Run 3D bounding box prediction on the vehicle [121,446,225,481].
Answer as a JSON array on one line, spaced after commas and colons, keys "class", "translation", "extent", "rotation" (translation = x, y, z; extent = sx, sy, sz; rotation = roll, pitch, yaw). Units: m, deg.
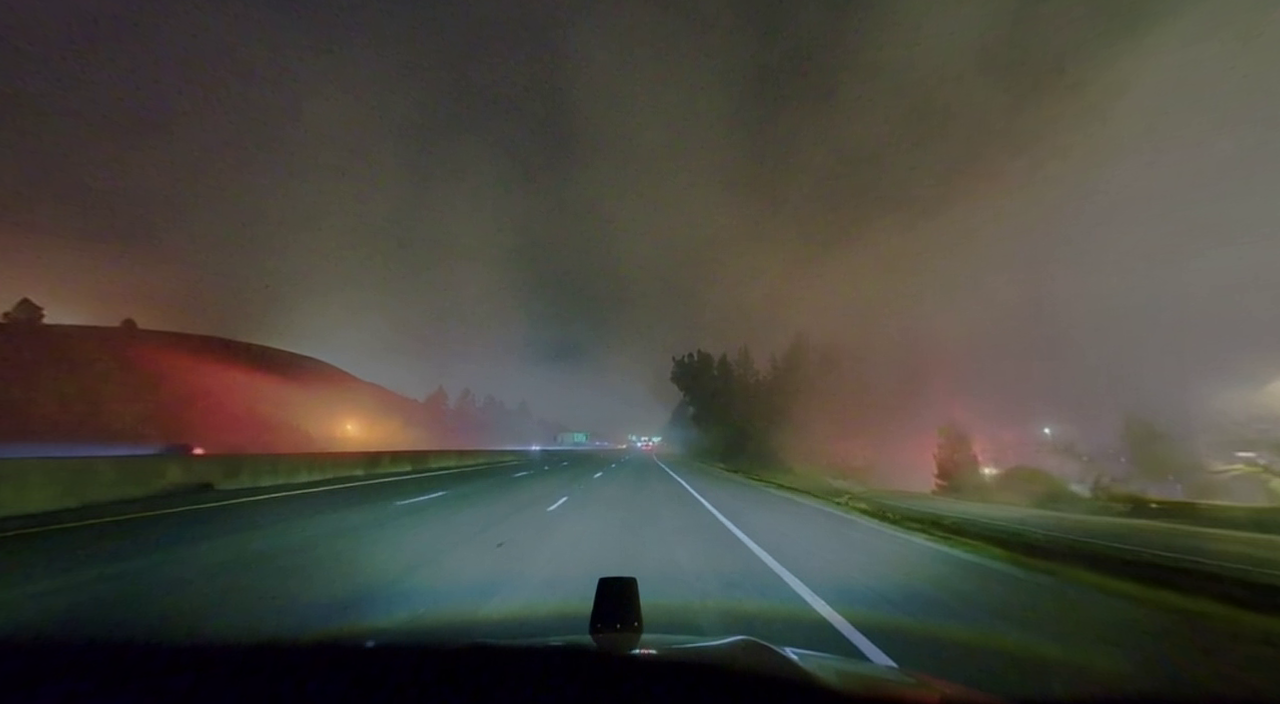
[{"class": "vehicle", "translation": [-36.077, 8.572, 49.021], "extent": [2.679, 2.503, 6.760], "rotation": [-1, -9, 2]}]
